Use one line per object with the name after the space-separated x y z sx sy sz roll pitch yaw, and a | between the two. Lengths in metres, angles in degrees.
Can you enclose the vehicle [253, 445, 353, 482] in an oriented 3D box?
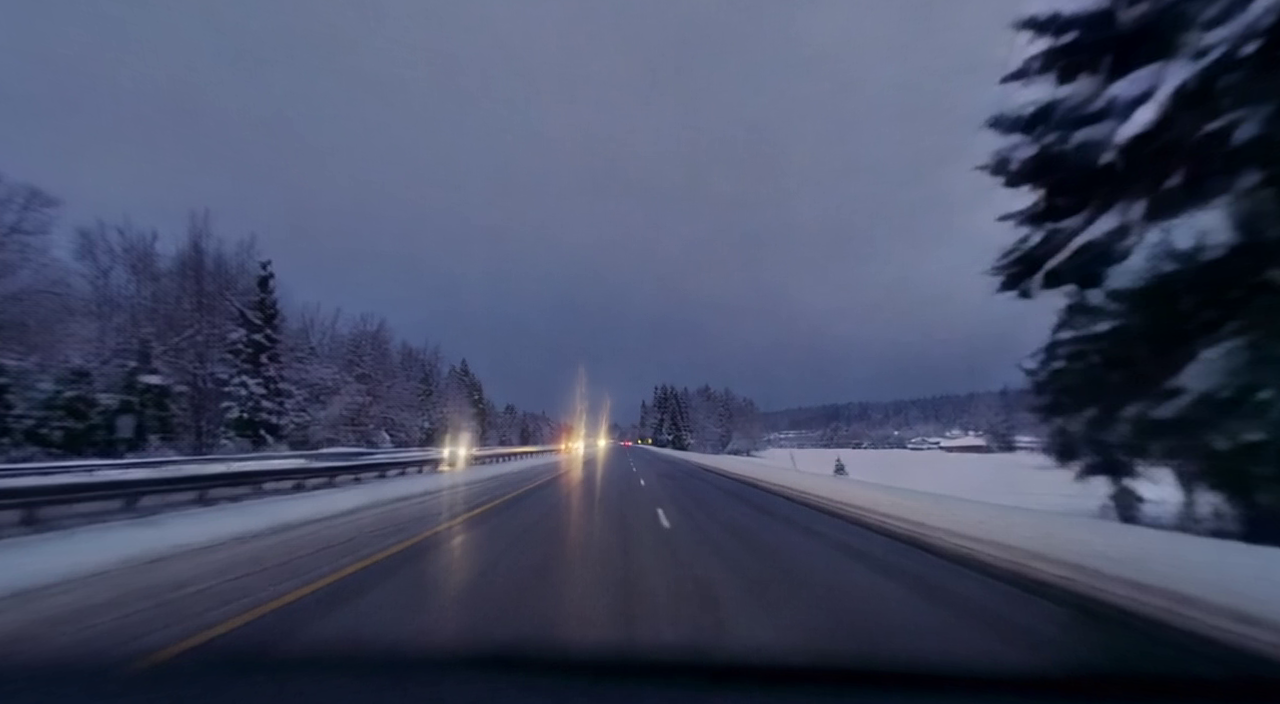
-14.674 4.880 27.809 1.954 1.491 4.602 0 -9 -2 | vehicle
